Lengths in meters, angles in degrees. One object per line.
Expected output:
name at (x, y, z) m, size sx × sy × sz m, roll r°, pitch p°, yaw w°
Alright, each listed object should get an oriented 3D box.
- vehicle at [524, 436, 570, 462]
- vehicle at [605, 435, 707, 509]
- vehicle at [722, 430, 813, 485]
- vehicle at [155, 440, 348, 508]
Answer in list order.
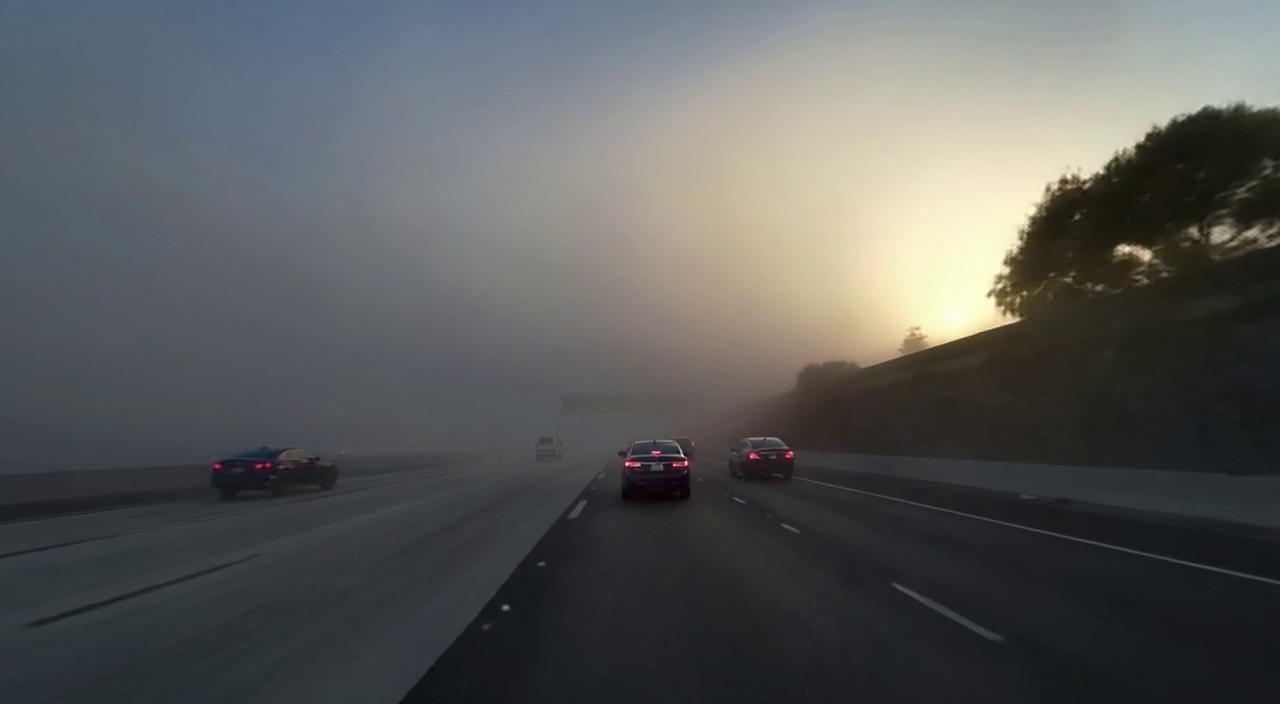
vehicle at (-6.989, 7.372, 47.989) m, size 2.486 × 1.856 × 6.310 m, roll 0°, pitch -8°, yaw 0°
vehicle at (0.251, 2.724, 14.779) m, size 2.042 × 1.446 × 4.269 m, roll 0°, pitch -8°, yaw -2°
vehicle at (4.304, 3.634, 22.074) m, size 2.100 × 1.707 × 4.342 m, roll 0°, pitch -8°, yaw -3°
vehicle at (-10.034, 3.153, 16.903) m, size 2.019 × 1.510 × 4.992 m, roll 0°, pitch -8°, yaw 0°
